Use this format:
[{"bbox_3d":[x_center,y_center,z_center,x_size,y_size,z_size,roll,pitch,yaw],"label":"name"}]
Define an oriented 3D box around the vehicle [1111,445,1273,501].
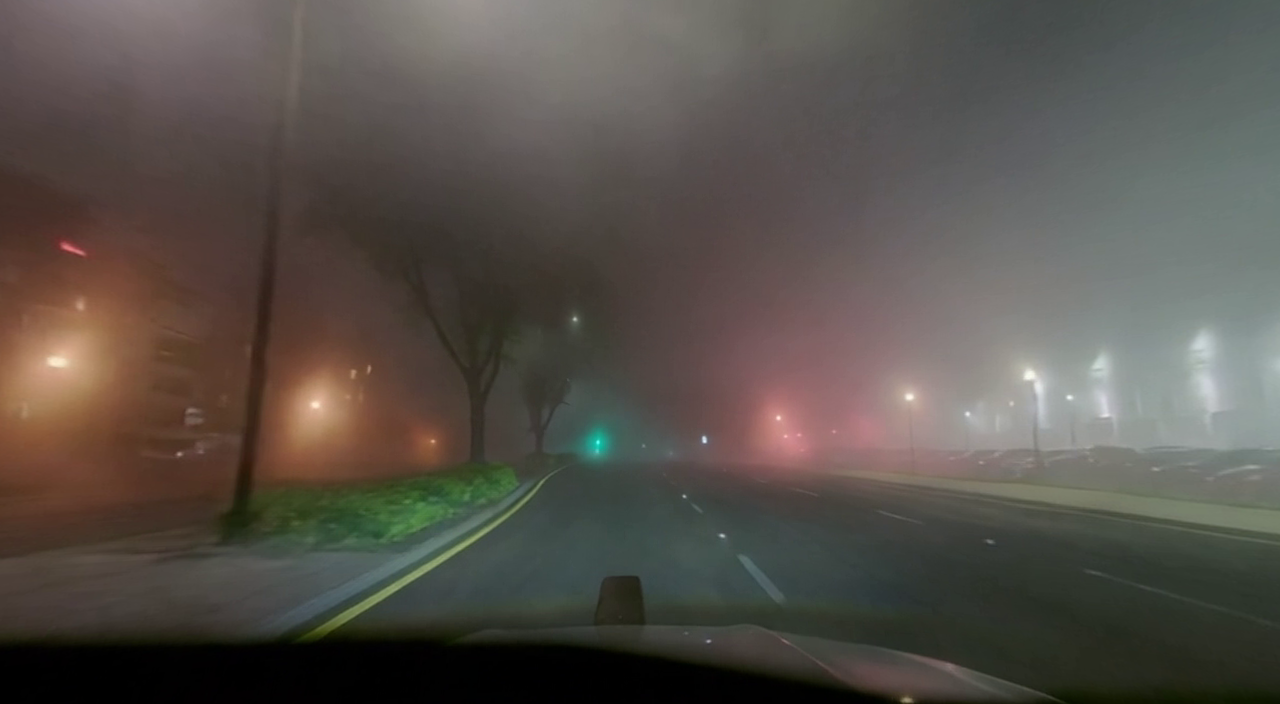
[{"bbox_3d":[16.439,3.525,18.818,4.244,1.461,2.105,4,-10,-28],"label":"vehicle"}]
